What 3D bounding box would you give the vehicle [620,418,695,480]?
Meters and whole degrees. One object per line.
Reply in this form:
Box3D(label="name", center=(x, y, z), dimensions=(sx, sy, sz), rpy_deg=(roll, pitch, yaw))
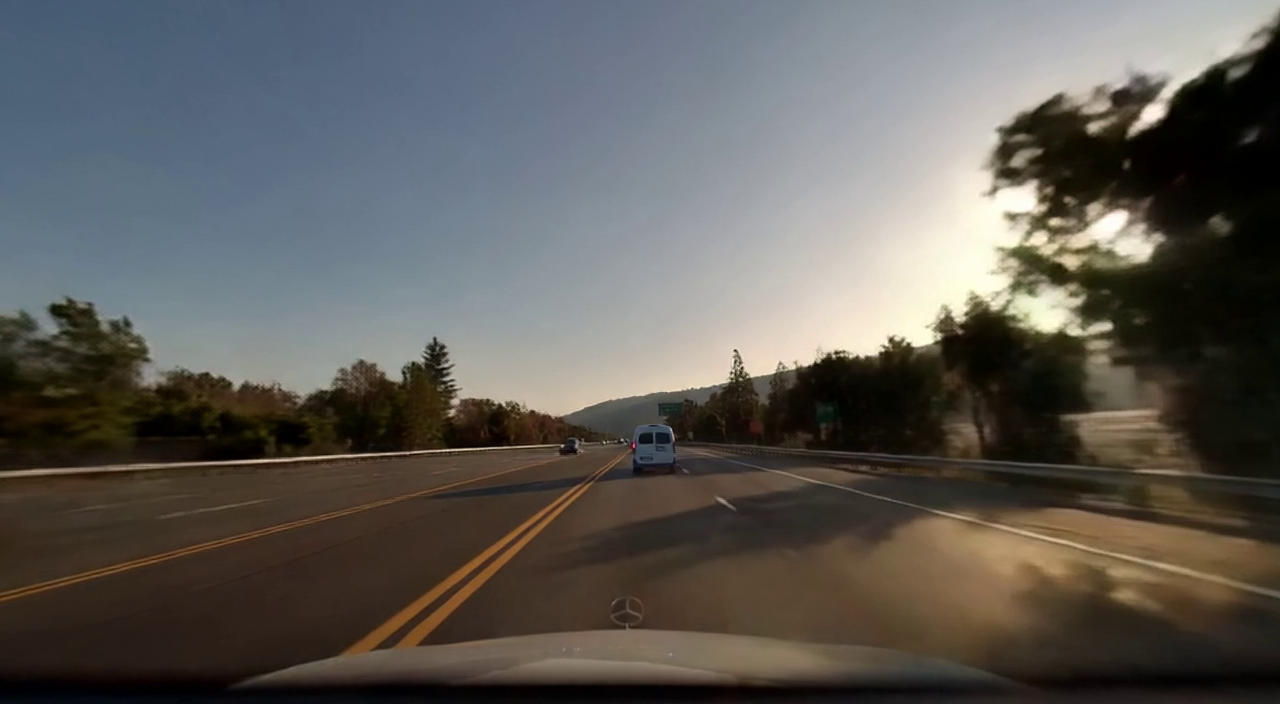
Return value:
Box3D(label="vehicle", center=(0.628, 3.548, 23.078), dimensions=(2.469, 2.027, 4.554), rpy_deg=(0, -8, 2))
